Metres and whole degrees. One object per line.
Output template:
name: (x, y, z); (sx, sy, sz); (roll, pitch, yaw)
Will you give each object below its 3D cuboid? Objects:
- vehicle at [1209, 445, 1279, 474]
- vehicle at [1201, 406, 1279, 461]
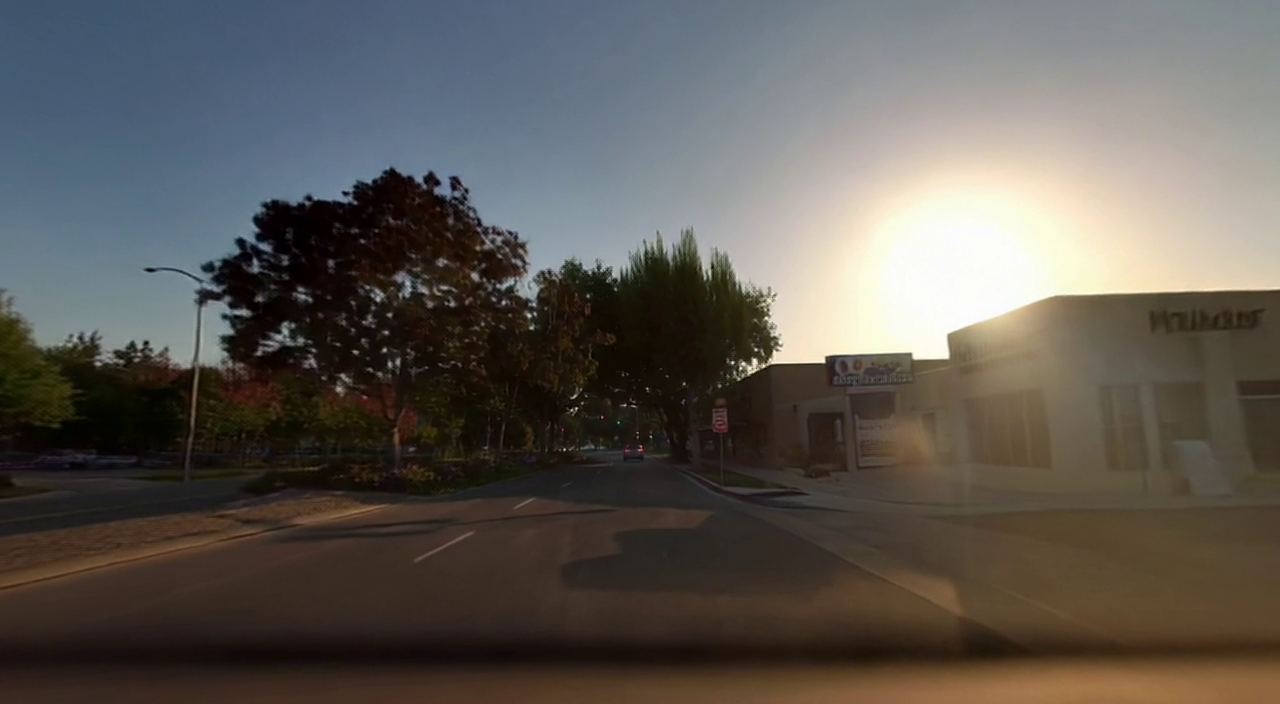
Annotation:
vehicle: (33.282, 5.776, 34.021); (4.411, 1.457, 2.013); (4, -9, -24)
vehicle: (47.497, 6.168, 47.009); (8.056, 3.948, 3.075); (1, -10, -2)
